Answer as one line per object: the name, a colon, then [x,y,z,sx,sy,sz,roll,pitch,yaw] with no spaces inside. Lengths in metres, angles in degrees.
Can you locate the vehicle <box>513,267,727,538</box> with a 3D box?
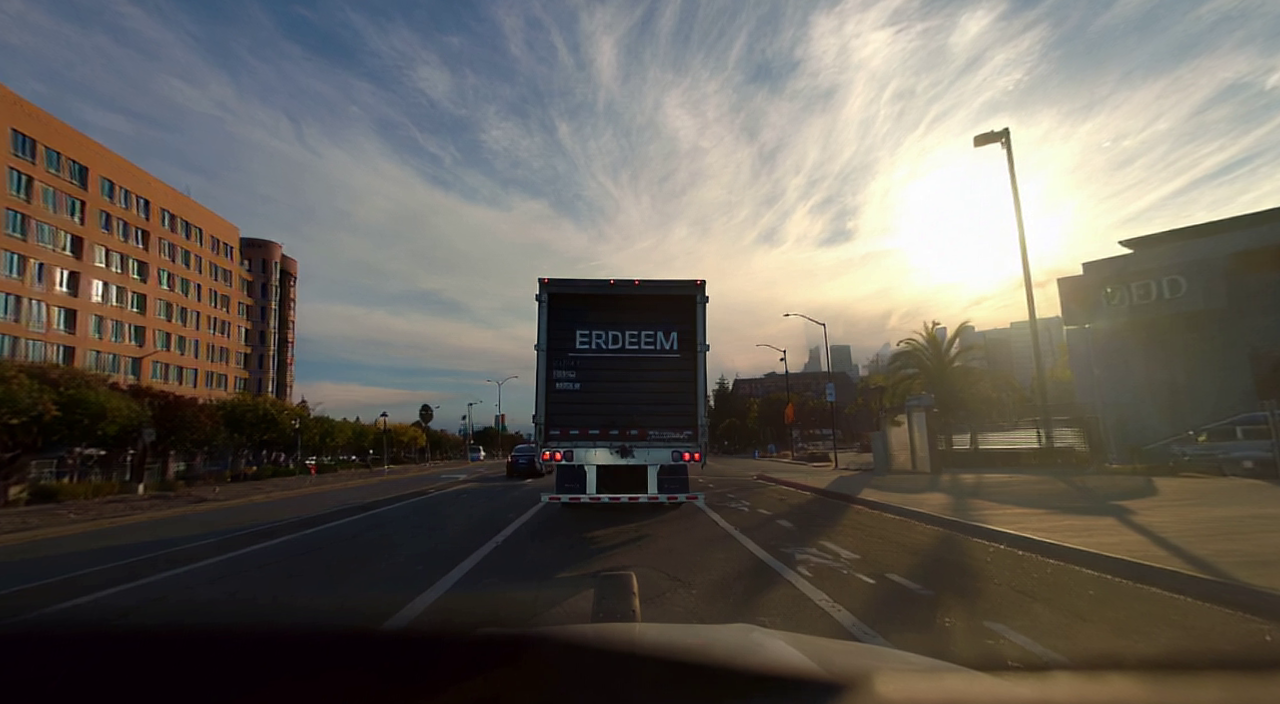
vehicle: [-0.215,1.276,13.339,2.876,3.724,9.351,0,-8,1]

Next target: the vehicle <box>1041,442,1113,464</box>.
vehicle: [31.358,7.224,45.164,1.652,1.423,3.797,5,-9,-36]
